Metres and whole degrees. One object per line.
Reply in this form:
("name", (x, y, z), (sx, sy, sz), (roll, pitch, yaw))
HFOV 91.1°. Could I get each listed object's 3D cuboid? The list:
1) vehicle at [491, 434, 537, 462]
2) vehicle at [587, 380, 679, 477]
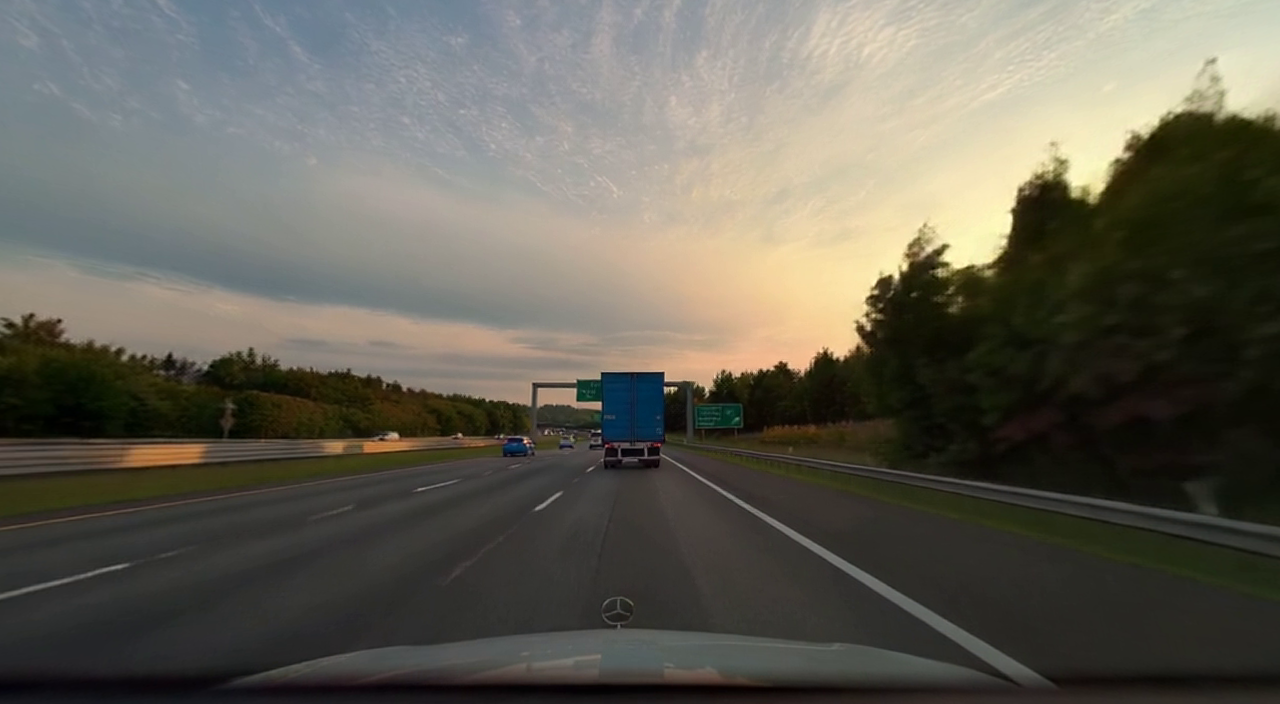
("vehicle", (-7.166, 5.464, 36.082), (1.856, 1.479, 3.710), (0, -8, 0))
("vehicle", (-0.335, 3.643, 29.487), (3.033, 3.223, 14.836), (3, -8, 0))
